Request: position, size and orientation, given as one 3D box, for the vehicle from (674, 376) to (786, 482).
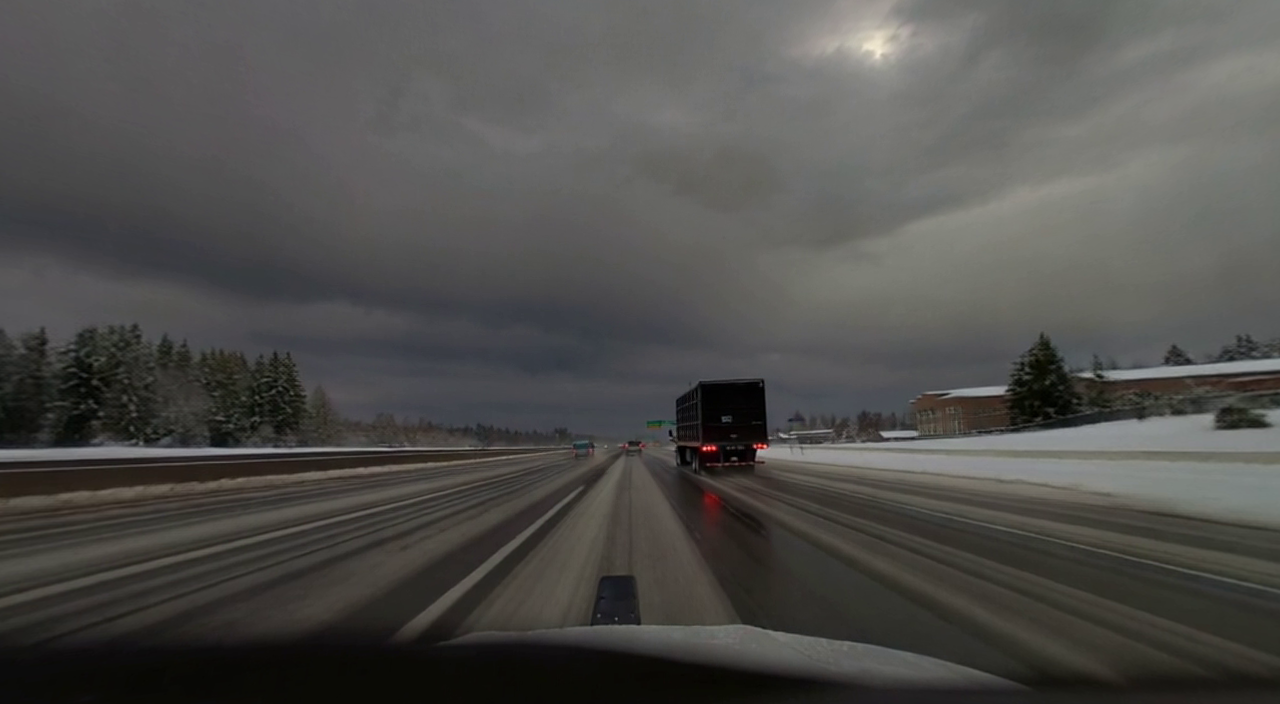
[{"bbox_3d":[3.307,3.385,26.658,2.966,3.586,10.563,0,-9,-1],"label":"vehicle"}]
